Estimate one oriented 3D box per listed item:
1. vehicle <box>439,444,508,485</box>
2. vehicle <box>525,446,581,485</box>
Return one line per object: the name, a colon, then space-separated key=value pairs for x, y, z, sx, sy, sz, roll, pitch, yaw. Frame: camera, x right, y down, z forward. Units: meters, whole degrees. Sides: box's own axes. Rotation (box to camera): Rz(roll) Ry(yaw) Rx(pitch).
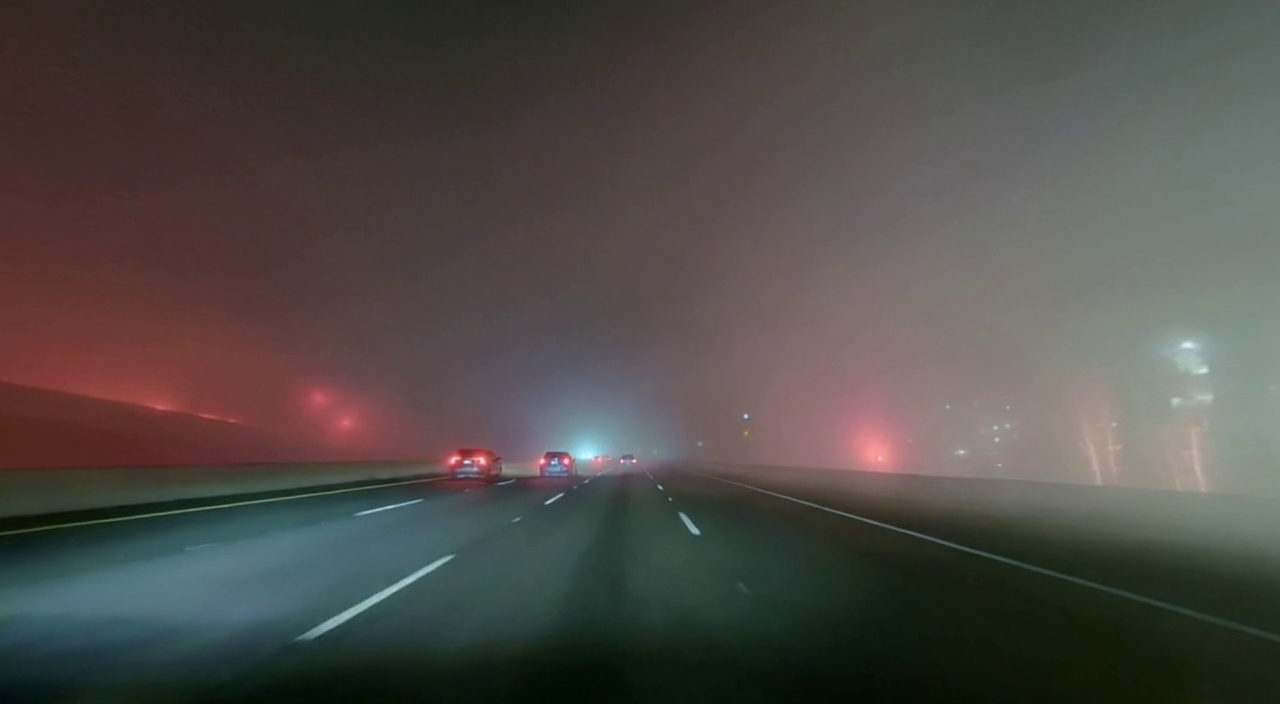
vehicle: x=-7.990 y=5.457 z=30.886 sx=2.040 sy=1.824 sz=4.917 roll=0 pitch=-9 yaw=0
vehicle: x=-4.099 y=5.452 z=30.552 sx=2.075 sy=1.702 sz=4.257 roll=0 pitch=-9 yaw=0
